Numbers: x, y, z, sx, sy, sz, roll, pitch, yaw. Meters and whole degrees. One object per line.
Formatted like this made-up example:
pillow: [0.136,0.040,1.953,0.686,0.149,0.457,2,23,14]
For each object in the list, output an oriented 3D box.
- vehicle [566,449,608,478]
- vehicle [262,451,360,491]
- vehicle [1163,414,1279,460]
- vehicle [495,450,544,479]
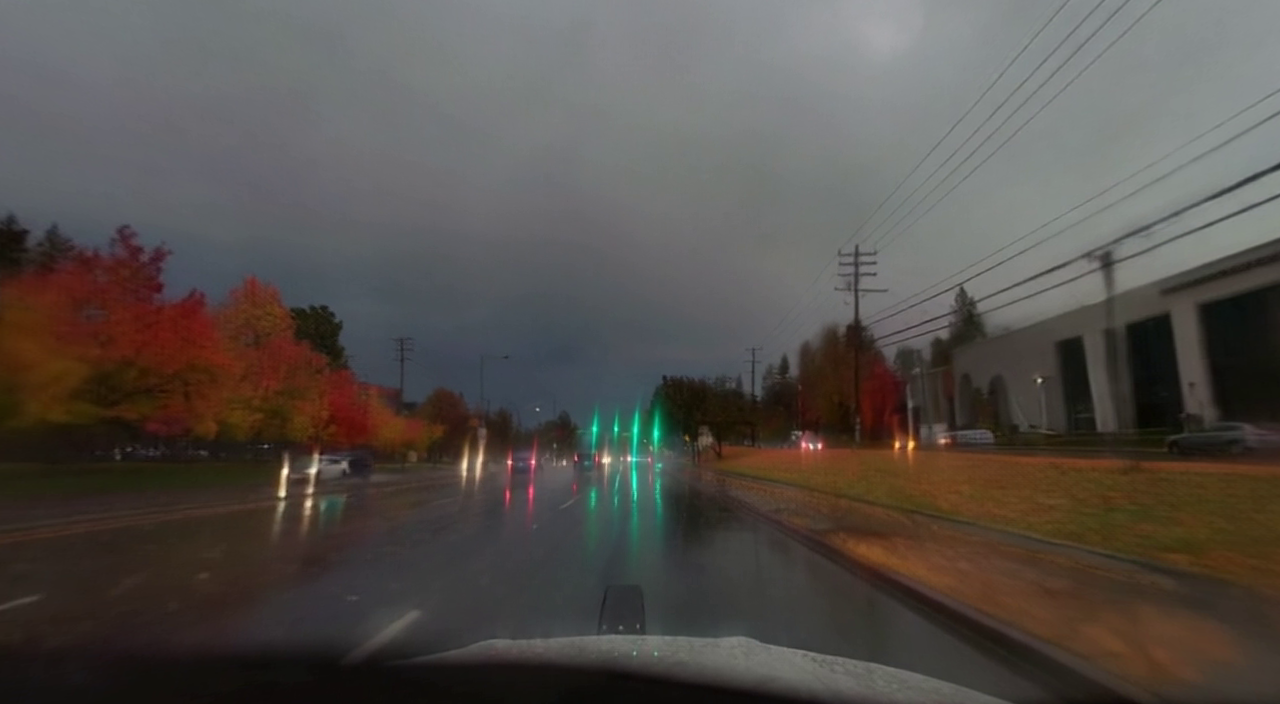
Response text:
vehicle: [-3.245,6.984,39.665,2.085,1.663,4.513,0,-9,2]
vehicle: [-13.734,4.961,26.618,1.909,1.502,4.355,1,-9,-3]
vehicle: [22.001,3.159,23.072,1.884,1.532,4.745,0,-9,5]
vehicle: [-7.080,6.611,37.316,1.932,1.596,4.247,0,-9,1]
